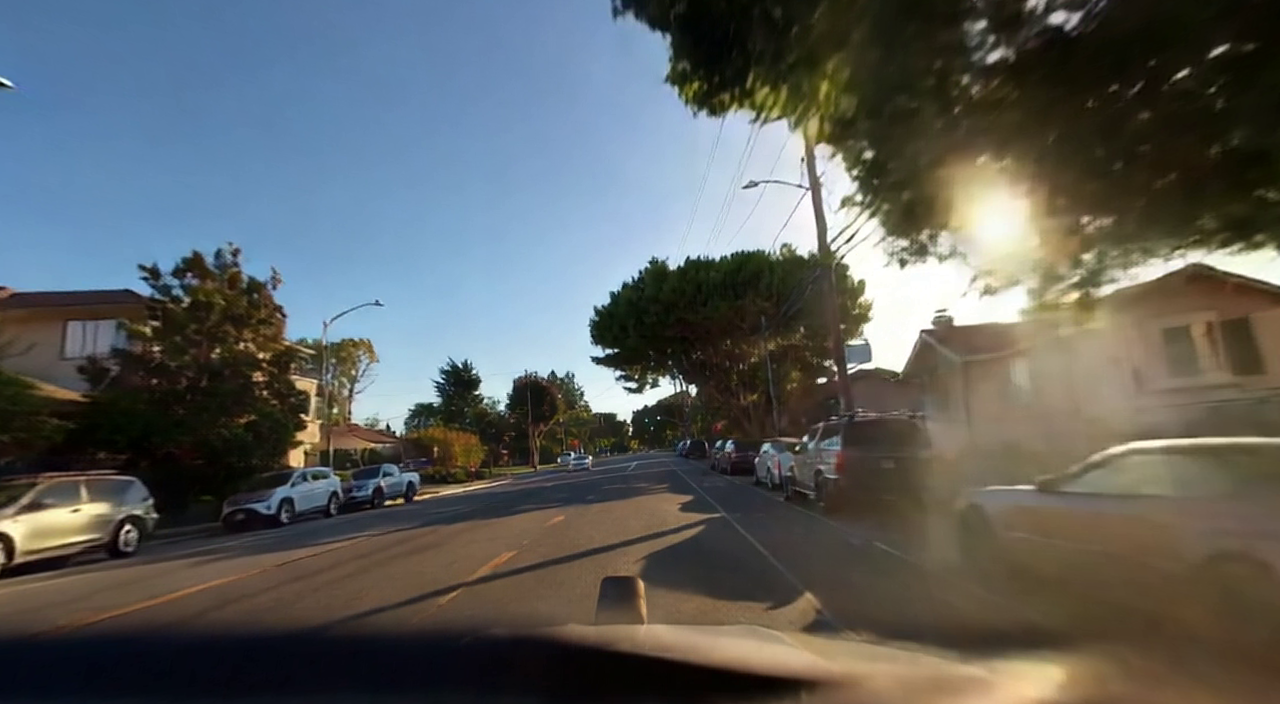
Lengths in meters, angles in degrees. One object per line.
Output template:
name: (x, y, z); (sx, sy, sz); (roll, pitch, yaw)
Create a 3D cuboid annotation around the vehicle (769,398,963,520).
vehicle: (4.591, 2.307, 14.082); (2.330, 2.160, 5.550); (0, -8, 1)

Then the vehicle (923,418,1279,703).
vehicle: (4.292, 1.324, 4.901); (1.927, 1.483, 5.100); (-1, -8, 1)

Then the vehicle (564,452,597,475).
vehicle: (-4.506, 8.571, 48.615); (1.948, 1.502, 4.434); (-3, -8, 2)

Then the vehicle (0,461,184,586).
vehicle: (-11.028, 2.998, 11.557); (1.937, 1.837, 4.414); (-1, -8, 2)

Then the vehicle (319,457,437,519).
vehicle: (-10.435, 5.408, 25.799); (2.282, 2.060, 5.738); (0, -8, 0)

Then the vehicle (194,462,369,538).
vehicle: (-10.824, 4.472, 19.753); (2.089, 1.837, 5.499); (-1, -8, 2)
